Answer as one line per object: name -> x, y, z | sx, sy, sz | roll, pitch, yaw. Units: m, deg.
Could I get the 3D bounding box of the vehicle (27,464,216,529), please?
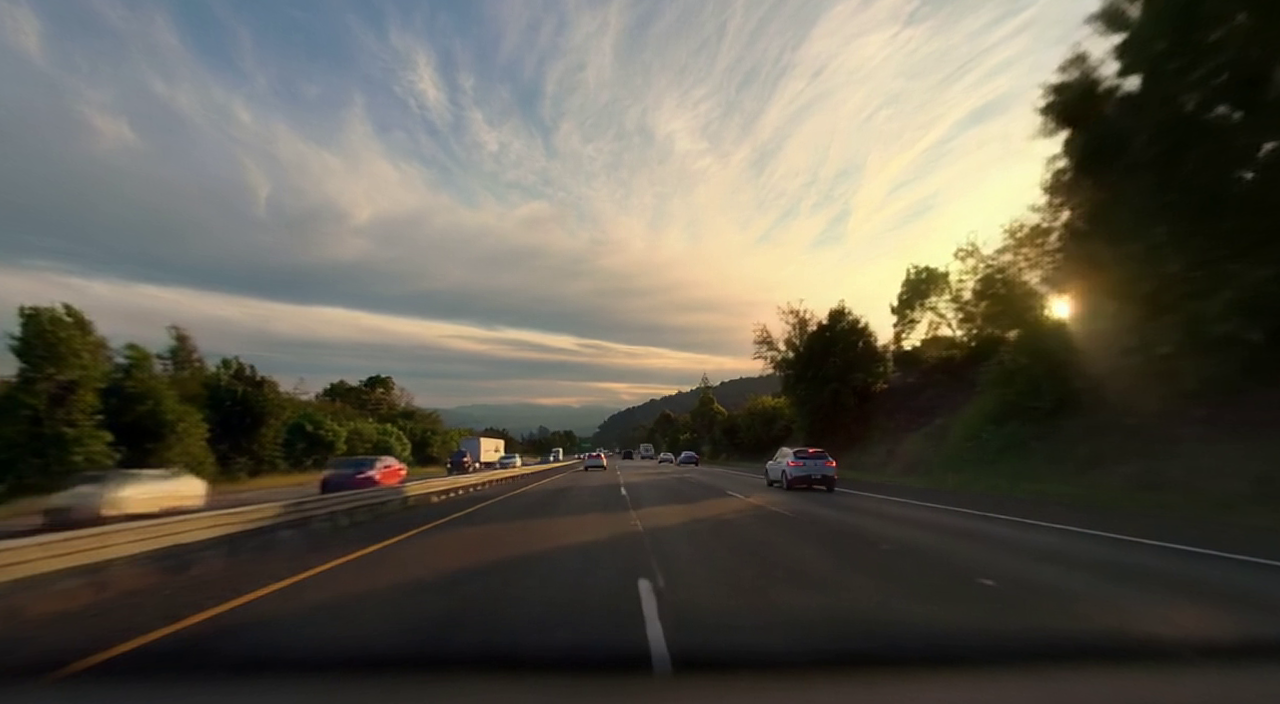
vehicle -> -14.235, 3.945, 17.701 | 1.908, 1.493, 4.047 | 0, -9, -2

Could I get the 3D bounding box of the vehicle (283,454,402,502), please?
vehicle -> -10.504, 4.459, 22.786 | 2.097, 1.503, 4.780 | 0, -9, -2

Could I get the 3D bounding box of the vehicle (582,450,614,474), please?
vehicle -> -2.810, 7.399, 42.780 | 2.021, 1.507, 4.272 | 0, -9, -2

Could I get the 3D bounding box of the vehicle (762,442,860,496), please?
vehicle -> 5.397, 3.735, 20.507 | 1.903, 1.566, 3.866 | 0, -9, -3

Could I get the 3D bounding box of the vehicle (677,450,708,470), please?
vehicle -> 4.002, 8.363, 48.880 | 1.846, 1.480, 3.694 | 0, -9, -4
